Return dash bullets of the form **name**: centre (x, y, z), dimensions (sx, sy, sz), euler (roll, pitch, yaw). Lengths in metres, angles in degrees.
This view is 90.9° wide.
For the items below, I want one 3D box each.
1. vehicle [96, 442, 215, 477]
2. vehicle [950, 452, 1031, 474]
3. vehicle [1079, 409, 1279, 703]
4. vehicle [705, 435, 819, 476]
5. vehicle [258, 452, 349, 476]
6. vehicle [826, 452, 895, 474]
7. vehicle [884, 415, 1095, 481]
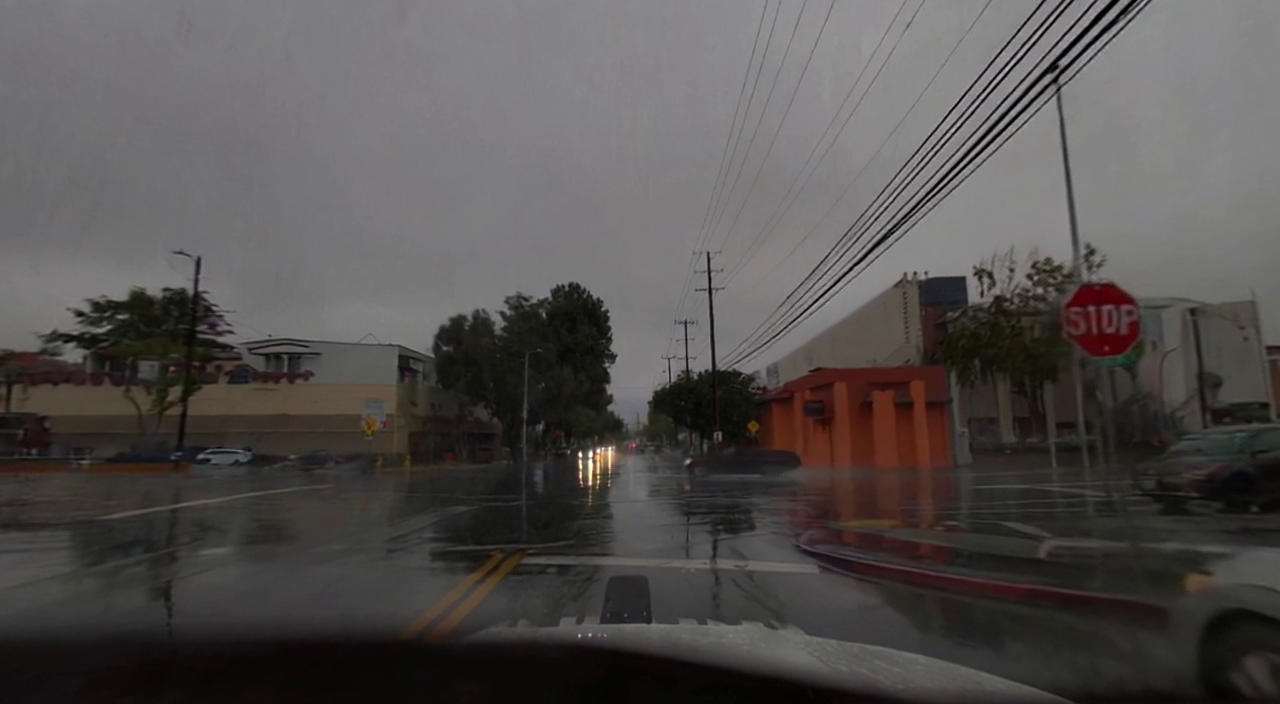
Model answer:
- **vehicle**: centre (-26.180, 5.821, 34.192), dimensions (4.689, 1.803, 1.958), euler (0, -9, -2)
- **vehicle**: centre (23.437, 7.438, 42.250), dimensions (4.400, 1.419, 1.711), euler (0, -9, -3)
- **vehicle**: centre (3.597, 0.779, 1.162), dimensions (2.041, 1.495, 4.815), euler (0, -9, -1)
- **vehicle**: centre (6.025, 5.177, 31.672), dimensions (5.213, 1.960, 2.099), euler (0, -9, -3)
- **vehicle**: centre (-21.836, 7.271, 41.046), dimensions (4.869, 1.517, 1.819), euler (0, -9, -2)
- **vehicle**: centre (17.012, 8.565, 48.773), dimensions (4.612, 1.612, 1.885), euler (1, -8, -4)
- **vehicle**: centre (25.590, 7.087, 46.521), dimensions (14.239, 4.056, 2.970), euler (3, -8, -4)
